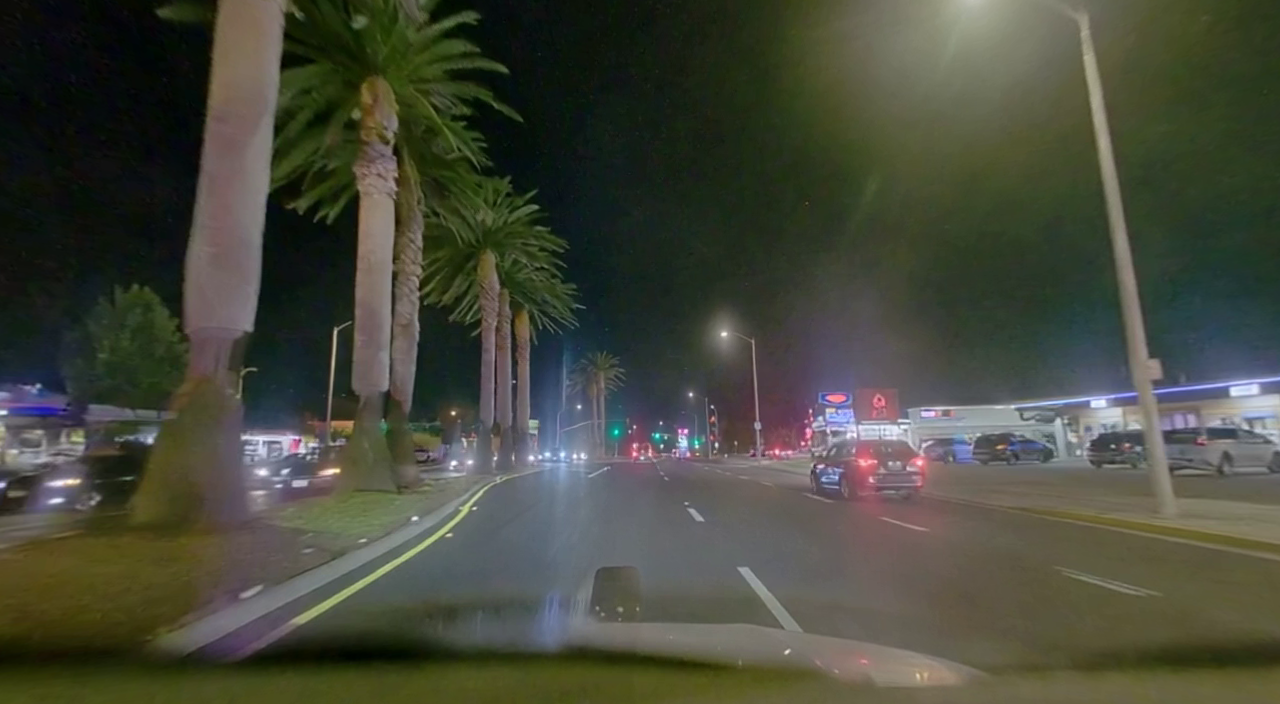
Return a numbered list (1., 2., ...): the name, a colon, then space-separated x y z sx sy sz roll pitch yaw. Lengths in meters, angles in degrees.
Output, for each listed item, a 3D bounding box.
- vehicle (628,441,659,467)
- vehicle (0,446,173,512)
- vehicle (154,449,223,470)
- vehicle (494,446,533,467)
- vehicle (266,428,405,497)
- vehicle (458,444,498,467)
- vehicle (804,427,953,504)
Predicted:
1. vehicle: 0.249 7.491 46.659 2.177 1.754 3.815 0 -8 1
2. vehicle: -16.269 3.554 18.294 1.965 1.638 4.589 0 -9 1
3. vehicle: -35.175 8.377 49.330 3.864 1.530 1.961 0 -8 2
4. vehicle: -9.161 7.592 46.256 1.891 1.473 4.297 -1 -9 1
5. vehicle: -9.534 3.494 20.356 2.061 1.915 4.589 -1 -9 2
6. vehicle: -12.725 8.139 49.944 1.958 1.701 4.082 -1 -9 2
7. vehicle: 6.279 3.046 17.438 2.066 1.807 4.893 0 -8 -1
